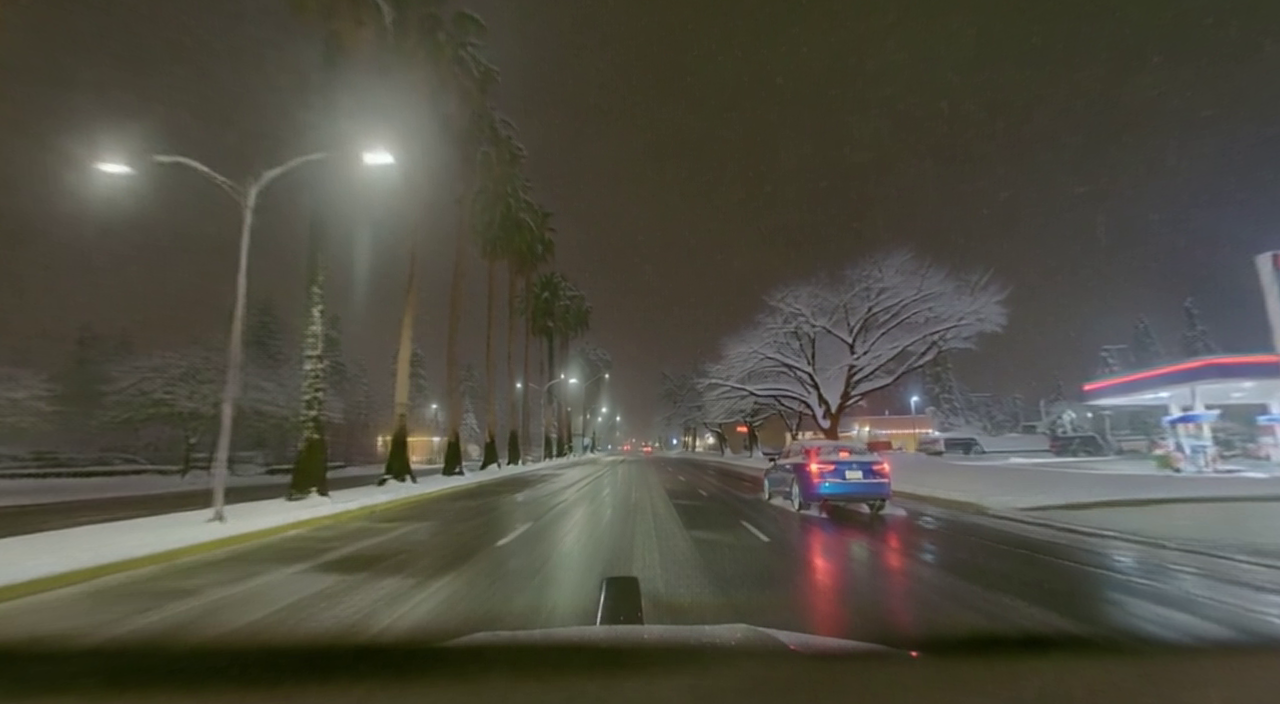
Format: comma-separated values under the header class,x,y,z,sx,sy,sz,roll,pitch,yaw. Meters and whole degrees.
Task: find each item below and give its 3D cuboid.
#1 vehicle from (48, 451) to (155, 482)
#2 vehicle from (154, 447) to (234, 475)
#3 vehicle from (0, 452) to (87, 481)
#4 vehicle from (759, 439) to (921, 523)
class,x,y,z,sx,sy,sz,roll,pitch,yaw
vehicle,-33.439,7.093,39.451,2.347,1.610,4.867,-1,-8,1
vehicle,-33.301,8.146,47.376,2.216,1.965,5.147,0,-9,0
vehicle,-37.413,7.111,39.372,2.052,1.645,4.225,0,-9,-2
vehicle,3.897,2.576,13.197,1.978,1.442,4.262,0,-8,0
